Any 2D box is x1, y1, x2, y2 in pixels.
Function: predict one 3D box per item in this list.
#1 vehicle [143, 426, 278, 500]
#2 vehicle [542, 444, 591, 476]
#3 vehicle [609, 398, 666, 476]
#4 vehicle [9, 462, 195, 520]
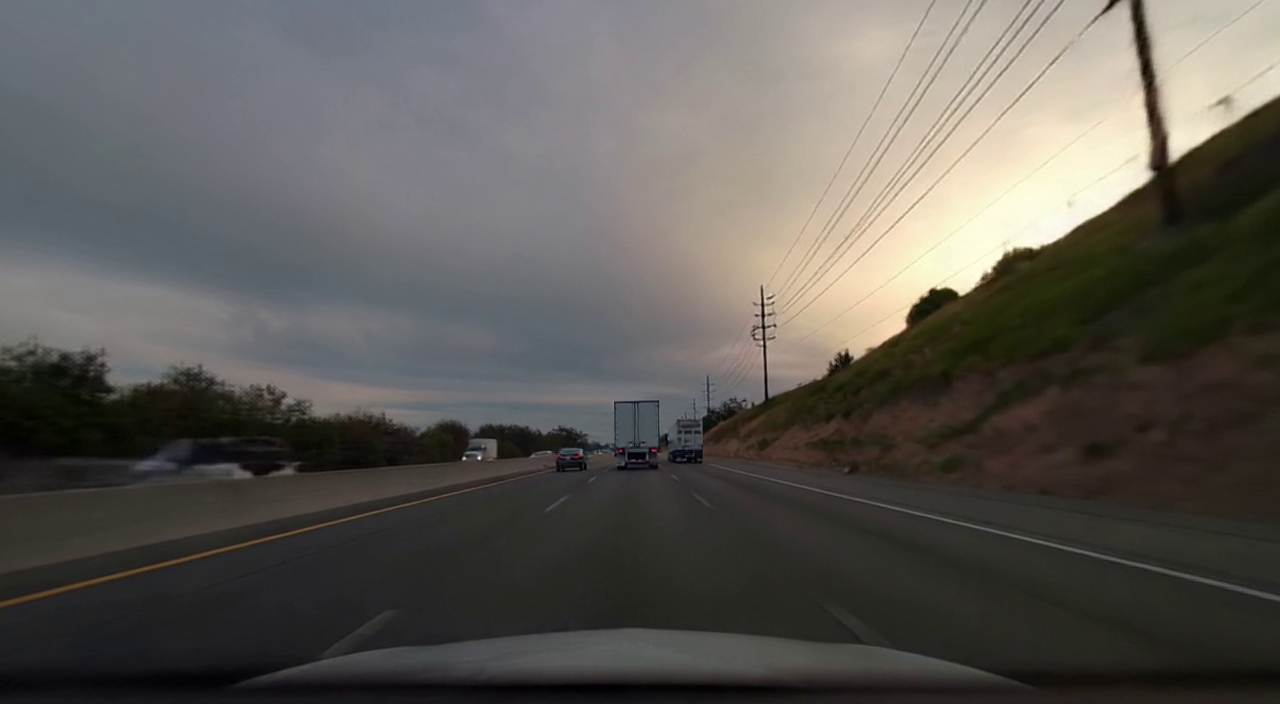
[{"bbox_3d":[-17.230,4.470,25.681,2.348,2.689,4.216,0,-9,1],"label":"vehicle"},{"bbox_3d":[-4.079,6.064,35.686,2.170,1.657,4.573,0,-9,1],"label":"vehicle"},{"bbox_3d":[-0.065,5.273,38.362,2.985,4.025,10.982,0,-9,1],"label":"vehicle"},{"bbox_3d":[-17.053,4.387,20.402,1.870,1.513,4.752,0,-9,-1],"label":"vehicle"}]
